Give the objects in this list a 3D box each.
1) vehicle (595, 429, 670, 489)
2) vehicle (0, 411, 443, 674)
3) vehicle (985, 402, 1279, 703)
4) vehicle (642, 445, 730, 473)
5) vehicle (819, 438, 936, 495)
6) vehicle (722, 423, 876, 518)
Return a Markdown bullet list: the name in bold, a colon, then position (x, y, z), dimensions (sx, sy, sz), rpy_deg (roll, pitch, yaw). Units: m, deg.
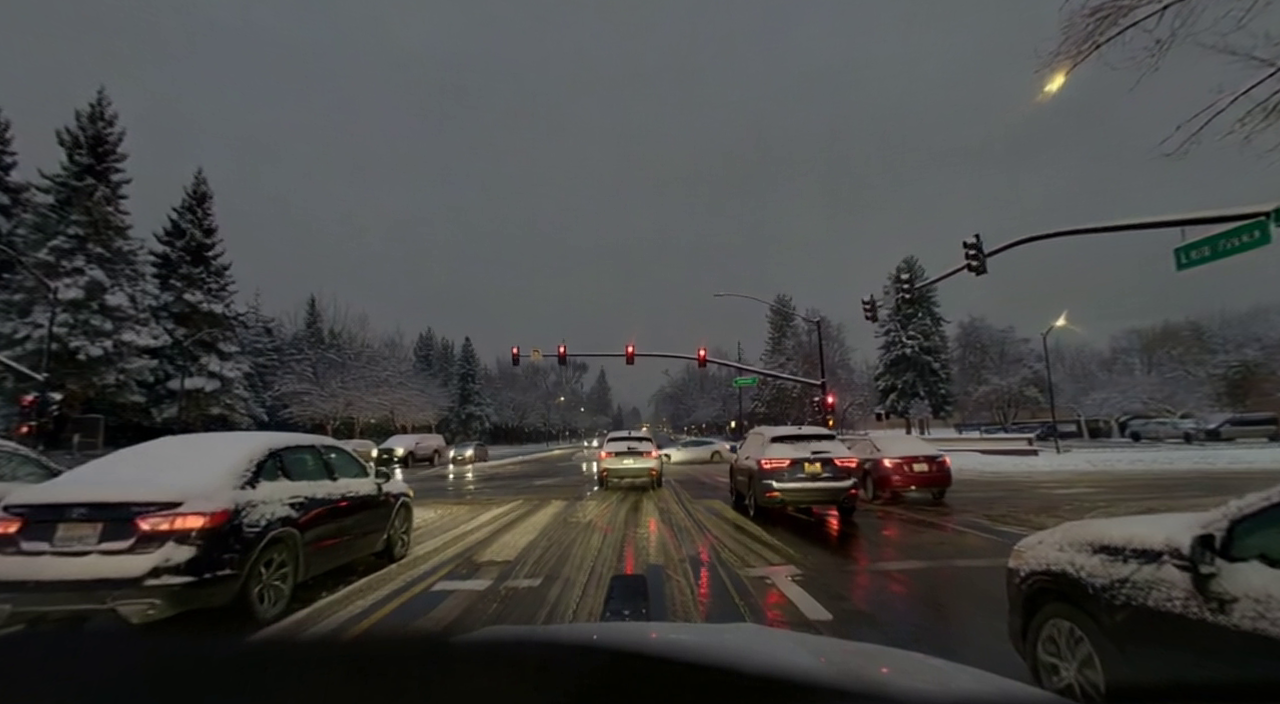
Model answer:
- **vehicle**: position (-0.203, 3.472, 20.682), dimensions (2.215, 1.749, 3.976), rpy_deg (0, -8, 1)
- **vehicle**: position (-3.542, 1.414, 5.871), dimensions (1.941, 1.492, 4.399), rpy_deg (0, -8, 1)
- **vehicle**: position (3.130, 0.839, 1.681), dimensions (1.960, 1.460, 4.233), rpy_deg (0, -8, -1)
- **vehicle**: position (2.183, 5.231, 30.925), dimensions (4.094, 1.328, 1.700), rpy_deg (0, -8, -4)
- **vehicle**: position (6.579, 3.203, 17.998), dimensions (1.847, 1.432, 4.039), rpy_deg (0, -8, 2)
- **vehicle**: position (3.184, 2.484, 13.732), dimensions (2.097, 1.707, 4.461), rpy_deg (0, -8, -1)
